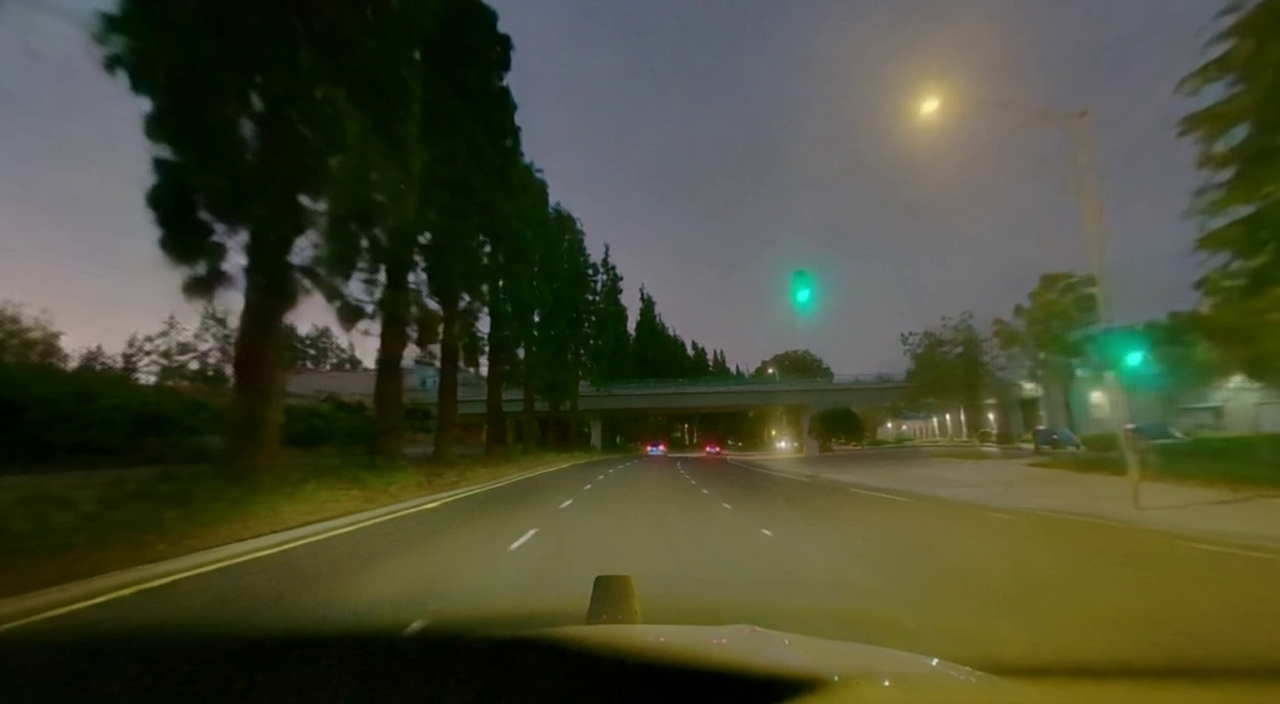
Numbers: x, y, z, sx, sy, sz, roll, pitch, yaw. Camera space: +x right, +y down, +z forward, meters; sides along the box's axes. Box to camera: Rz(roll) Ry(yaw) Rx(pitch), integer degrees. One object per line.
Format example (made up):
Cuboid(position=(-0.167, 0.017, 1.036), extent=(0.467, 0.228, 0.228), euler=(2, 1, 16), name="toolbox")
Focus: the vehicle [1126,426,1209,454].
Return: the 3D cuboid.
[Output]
Cuboid(position=(30.749, 5.140, 36.874), extent=(3.366, 1.397, 1.537), euler=(-2, -11, -2), name="vehicle")
